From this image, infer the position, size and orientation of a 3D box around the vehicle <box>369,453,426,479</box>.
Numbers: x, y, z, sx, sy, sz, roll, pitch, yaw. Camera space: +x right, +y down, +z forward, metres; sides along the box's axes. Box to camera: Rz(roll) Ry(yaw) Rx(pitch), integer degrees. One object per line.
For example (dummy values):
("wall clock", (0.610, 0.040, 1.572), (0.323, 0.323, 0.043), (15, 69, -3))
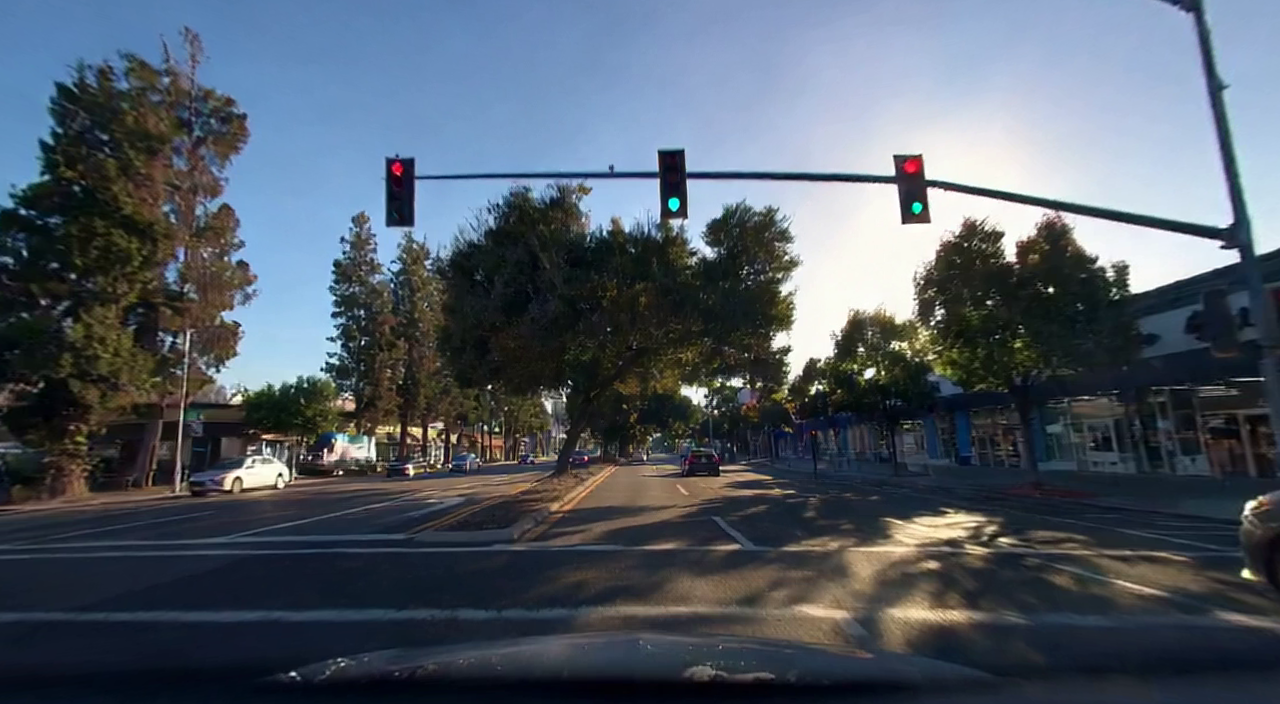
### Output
("vehicle", (-15.053, 7.099, 39.514), (1.878, 1.515, 4.258), (0, -9, 0))

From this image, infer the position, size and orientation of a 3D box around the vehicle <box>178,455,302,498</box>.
("vehicle", (-15.726, 4.888, 25.203), (1.956, 1.525, 4.576), (0, -9, 0))

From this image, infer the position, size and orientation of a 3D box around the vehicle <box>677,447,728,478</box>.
("vehicle", (3.152, 5.670, 32.799), (1.983, 1.482, 4.463), (0, -9, -2))
